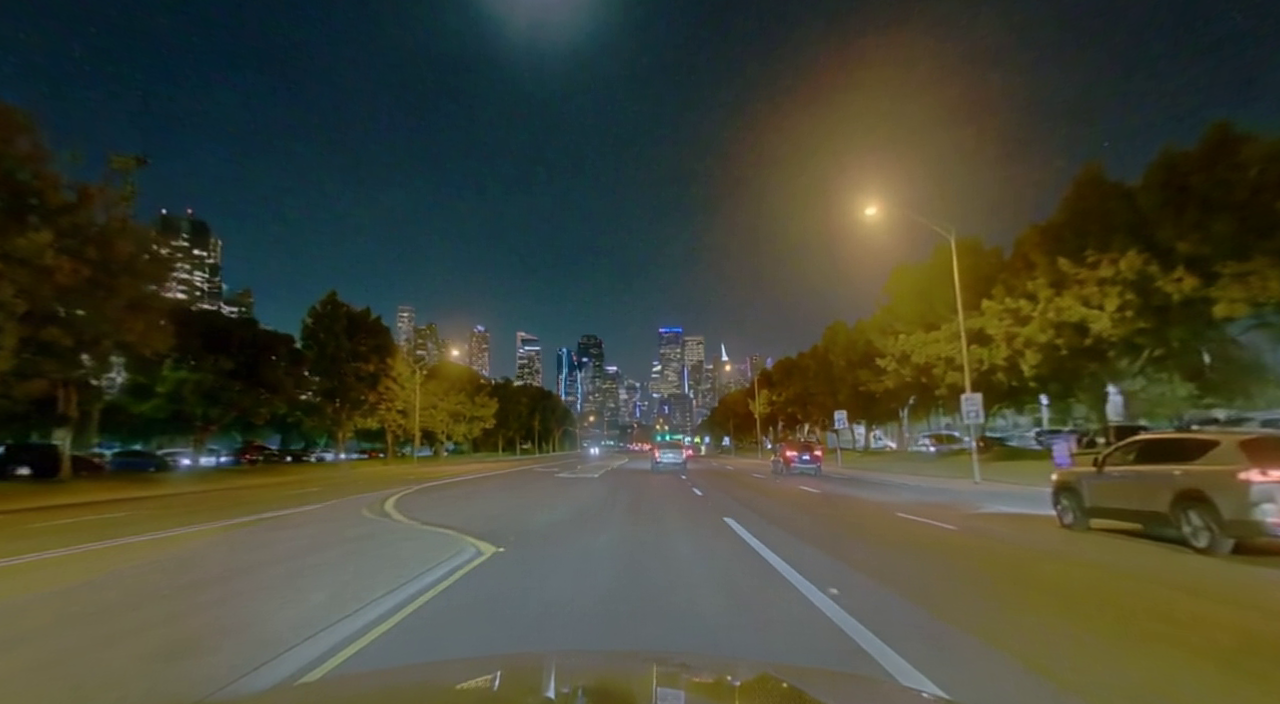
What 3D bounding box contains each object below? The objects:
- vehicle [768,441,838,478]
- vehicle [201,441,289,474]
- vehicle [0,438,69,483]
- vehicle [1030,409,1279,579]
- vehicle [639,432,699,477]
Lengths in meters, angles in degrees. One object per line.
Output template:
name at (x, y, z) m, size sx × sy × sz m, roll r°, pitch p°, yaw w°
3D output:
vehicle at (7.388, 4.897, 29.158) m, size 2.029 × 1.548 × 4.422 m, roll 0°, pitch -8°, yaw 0°
vehicle at (-29.762, 7.920, 47.705) m, size 5.278 × 2.181 × 1.993 m, roll -2°, pitch -7°, yaw -2°
vehicle at (-29.987, 5.112, 29.888) m, size 3.883 × 1.989 × 2.208 m, roll -1°, pitch -9°, yaw 6°
vehicle at (7.564, 1.743, 8.425) m, size 2.025 × 1.719 × 4.161 m, roll 0°, pitch -8°, yaw 0°
vehicle at (1.174, 4.468, 27.668) m, size 2.227 × 1.794 × 4.457 m, roll 0°, pitch -8°, yaw -3°
